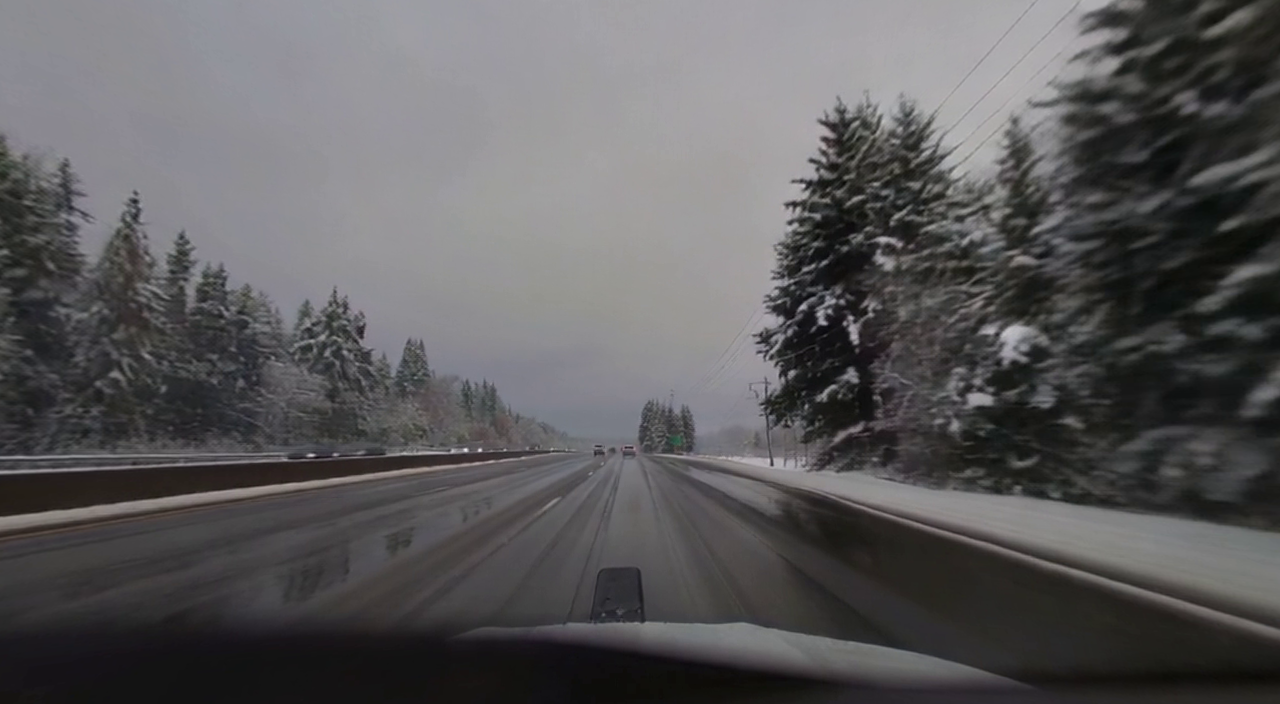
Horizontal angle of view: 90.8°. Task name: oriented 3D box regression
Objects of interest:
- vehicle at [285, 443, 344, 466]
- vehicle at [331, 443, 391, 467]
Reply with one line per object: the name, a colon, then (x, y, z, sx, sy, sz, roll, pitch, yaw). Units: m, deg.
vehicle: (-22.140, 6.959, 43.148, 1.826, 1.487, 4.146, 0, -8, -1)
vehicle: (-18.490, 6.826, 42.093, 2.002, 1.487, 4.509, 0, -8, -1)
